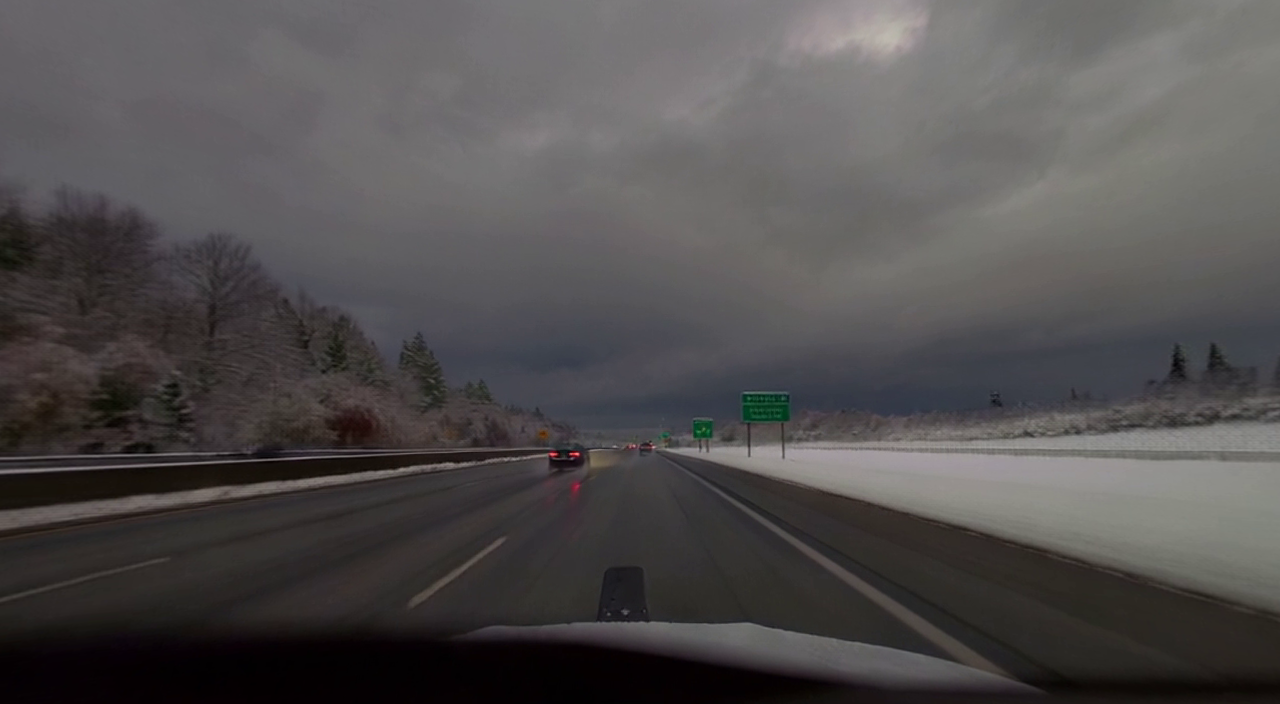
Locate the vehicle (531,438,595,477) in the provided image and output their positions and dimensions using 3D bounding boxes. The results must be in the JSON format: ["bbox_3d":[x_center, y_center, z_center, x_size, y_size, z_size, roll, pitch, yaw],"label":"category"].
[{"bbox_3d":[-3.358,4.703,28.419,2.061,1.572,4.814,0,-8,3],"label":"vehicle"}]

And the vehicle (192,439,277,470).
[{"bbox_3d":[-24.000,6.061,37.481,2.016,1.705,4.790,0,-8,-2],"label":"vehicle"}]
